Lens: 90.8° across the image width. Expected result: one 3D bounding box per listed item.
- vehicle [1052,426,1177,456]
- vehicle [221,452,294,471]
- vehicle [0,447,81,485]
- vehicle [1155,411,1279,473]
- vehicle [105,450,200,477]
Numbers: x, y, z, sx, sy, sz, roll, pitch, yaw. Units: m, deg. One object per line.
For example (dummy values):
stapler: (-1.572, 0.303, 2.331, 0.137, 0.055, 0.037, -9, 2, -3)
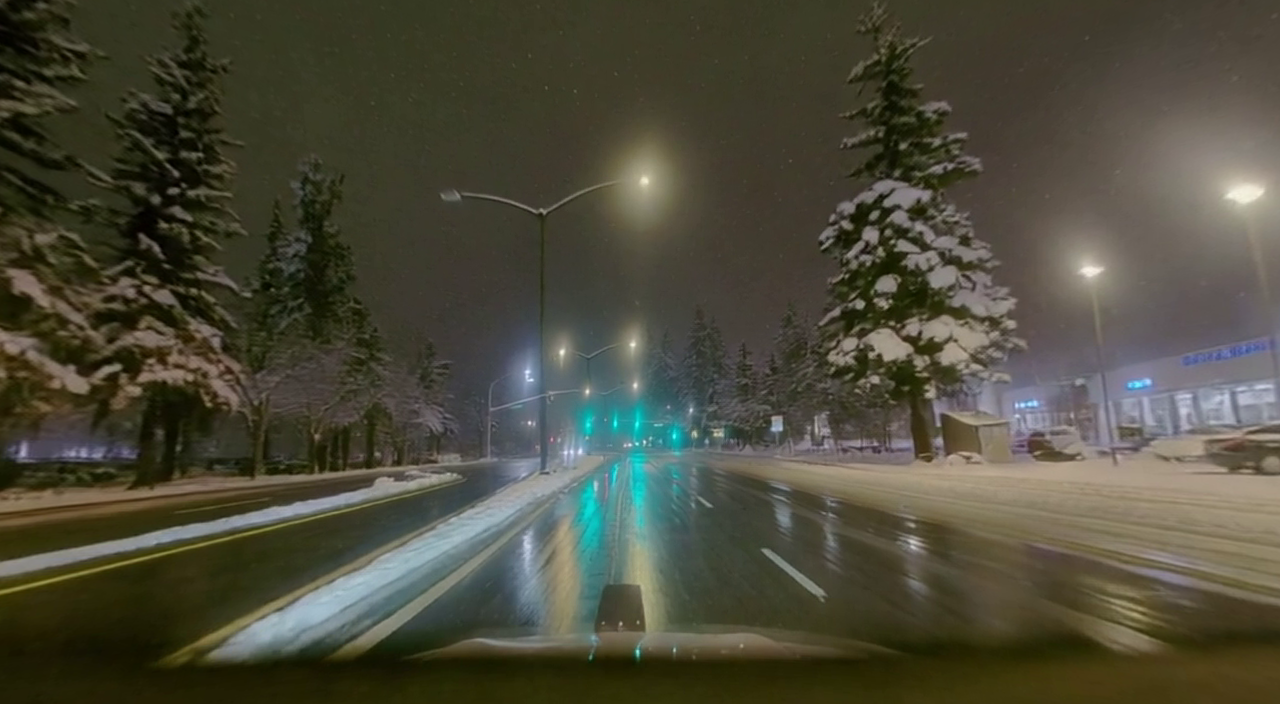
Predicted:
vehicle: (24.012, 4.542, 32.175, 1.819, 1.401, 4.665, 4, -10, -29)
vehicle: (-29.854, 8.552, 49.428, 4.410, 1.401, 1.929, 0, -8, -2)
vehicle: (-30.091, 5.499, 30.324, 4.528, 1.695, 1.945, -1, -9, -4)
vehicle: (17.765, 2.663, 18.665, 4.638, 1.648, 1.887, 3, -9, -24)
vehicle: (-29.836, 6.827, 38.759, 4.293, 1.524, 1.850, 0, -8, 1)
